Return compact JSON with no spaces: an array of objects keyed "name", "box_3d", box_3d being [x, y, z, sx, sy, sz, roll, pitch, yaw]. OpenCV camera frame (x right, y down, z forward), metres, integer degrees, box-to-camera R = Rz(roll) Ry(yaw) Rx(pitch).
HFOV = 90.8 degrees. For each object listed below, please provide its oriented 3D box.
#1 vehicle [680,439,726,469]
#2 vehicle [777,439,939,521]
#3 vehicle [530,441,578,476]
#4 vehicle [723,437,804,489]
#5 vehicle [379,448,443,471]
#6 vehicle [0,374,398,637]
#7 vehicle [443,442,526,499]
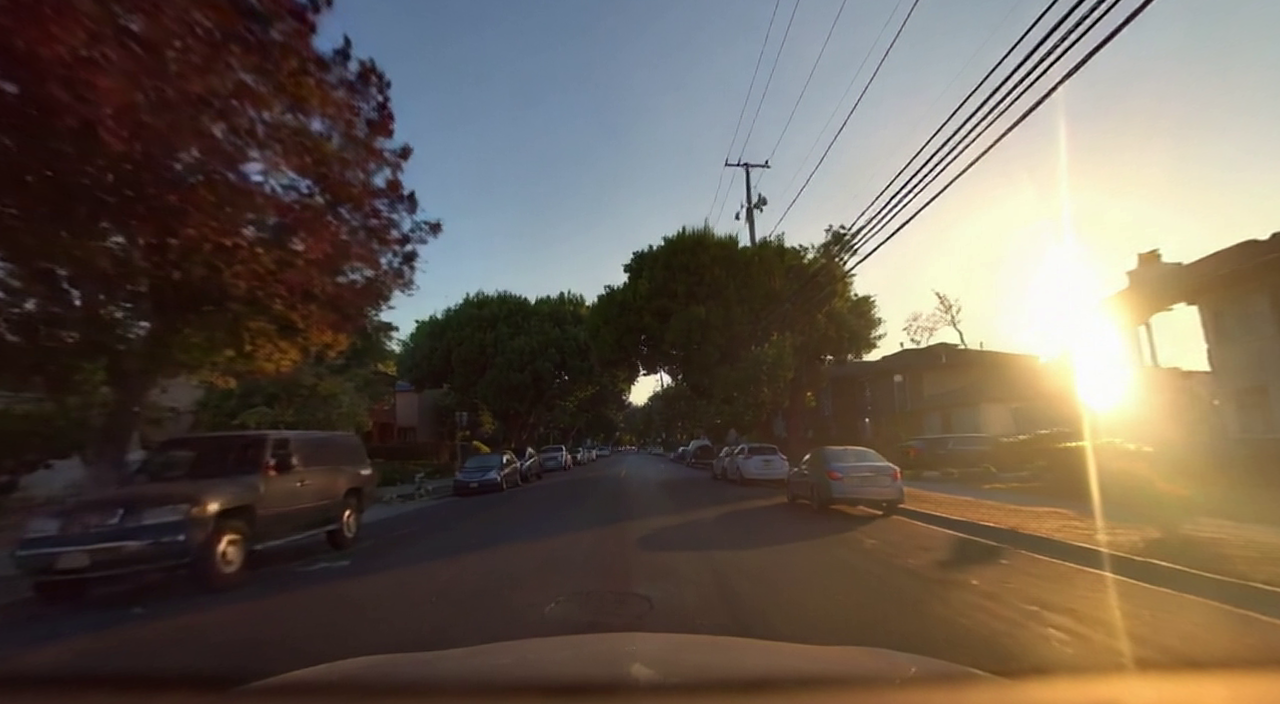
[{"name":"vehicle","box_3d":[4.185,6.895,42.793,2.279,1.848,5.577,0,-9,-2]},{"name":"vehicle","box_3d":[4.347,2.617,13.439,1.893,1.437,4.369,0,-9,0]},{"name":"vehicle","box_3d":[-5.295,6.612,39.544,2.285,1.895,5.883,-3,-8,-2]},{"name":"vehicle","box_3d":[4.231,3.883,22.413,1.979,1.620,4.684,0,-9,1]},{"name":"vehicle","box_3d":[-17.526,8.255,48.417,4.184,1.620,1.852,-1,-8,1]},{"name":"vehicle","box_3d":[-5.298,1.711,8.132,2.242,2.135,5.566,-2,-9,-1]},{"name":"vehicle","box_3d":[-5.404,4.135,22.525,1.873,1.709,4.206,-4,-8,0]}]
